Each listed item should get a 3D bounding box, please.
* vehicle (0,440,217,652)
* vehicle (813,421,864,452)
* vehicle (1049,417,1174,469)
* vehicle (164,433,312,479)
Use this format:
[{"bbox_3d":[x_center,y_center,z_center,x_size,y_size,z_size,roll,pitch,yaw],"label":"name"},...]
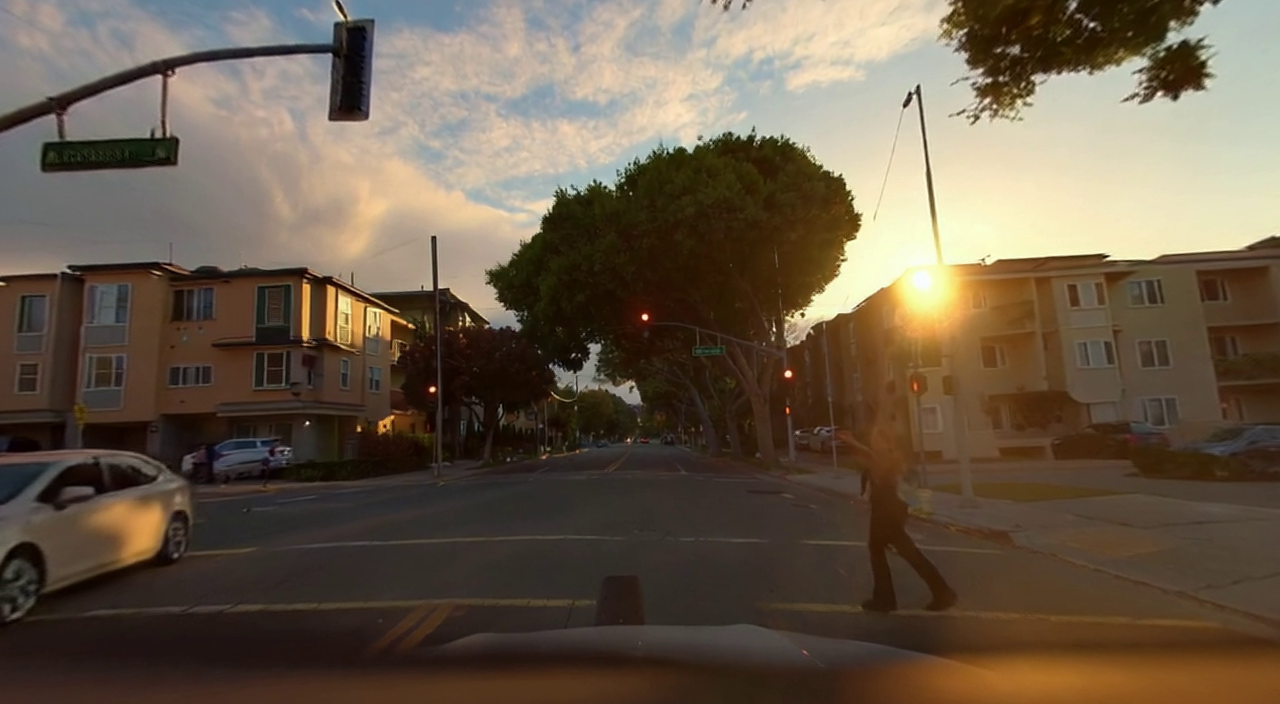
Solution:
[{"bbox_3d":[-5.871,1.665,6.033,1.945,1.424,4.135,-3,-8,-17],"label":"vehicle"},{"bbox_3d":[11.519,4.981,36.953,1.950,1.714,4.245,-1,-9,5],"label":"vehicle"},{"bbox_3d":[17.109,3.367,23.227,2.013,1.722,4.007,-2,-9,11],"label":"vehicle"},{"bbox_3d":[-19.039,4.920,30.142,5.468,1.854,2.283,-2,-8,-3],"label":"vehicle"}]
